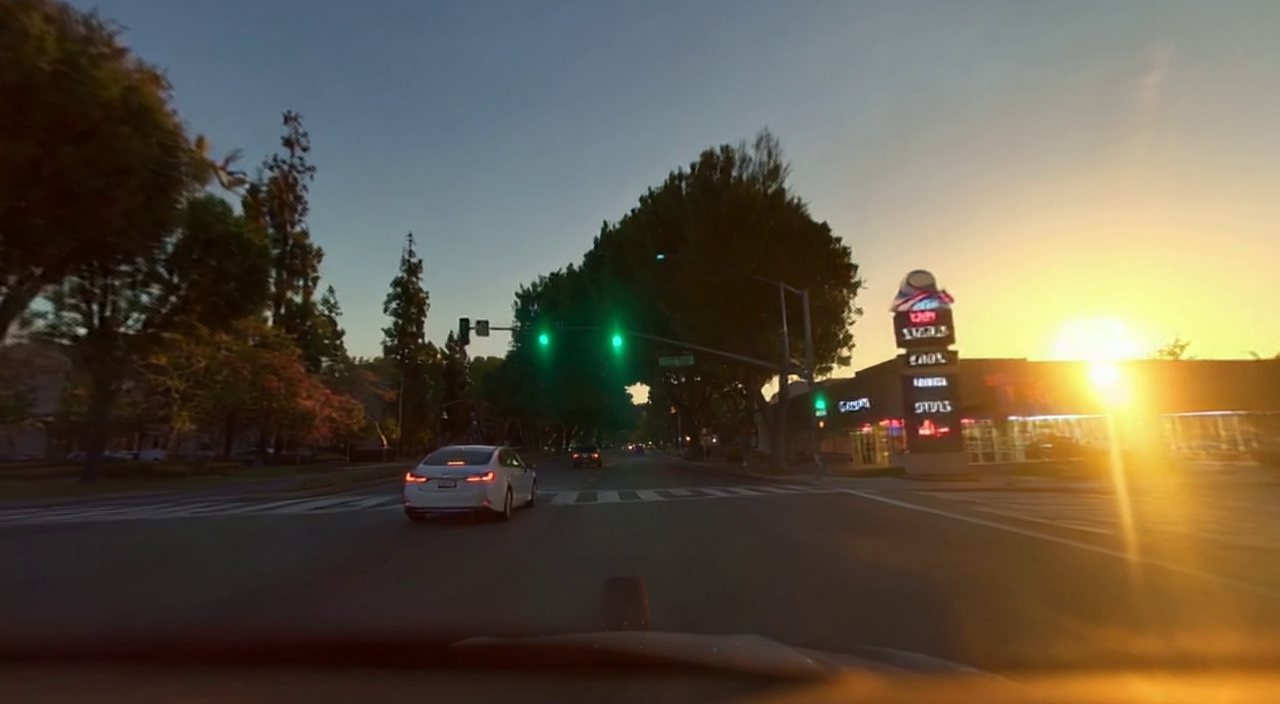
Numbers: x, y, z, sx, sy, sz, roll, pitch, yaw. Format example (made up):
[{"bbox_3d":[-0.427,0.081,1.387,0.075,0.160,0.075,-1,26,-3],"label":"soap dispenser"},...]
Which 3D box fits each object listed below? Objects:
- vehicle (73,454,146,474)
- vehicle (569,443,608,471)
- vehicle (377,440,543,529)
[{"bbox_3d":[-40.633,8.541,48.396,1.716,1.438,4.412,0,-9,0],"label":"vehicle"},{"bbox_3d":[-3.240,6.743,40.704,2.109,1.692,4.220,0,-8,1],"label":"vehicle"},{"bbox_3d":[-3.368,2.550,12.840,2.018,1.477,4.401,0,-8,1],"label":"vehicle"}]
